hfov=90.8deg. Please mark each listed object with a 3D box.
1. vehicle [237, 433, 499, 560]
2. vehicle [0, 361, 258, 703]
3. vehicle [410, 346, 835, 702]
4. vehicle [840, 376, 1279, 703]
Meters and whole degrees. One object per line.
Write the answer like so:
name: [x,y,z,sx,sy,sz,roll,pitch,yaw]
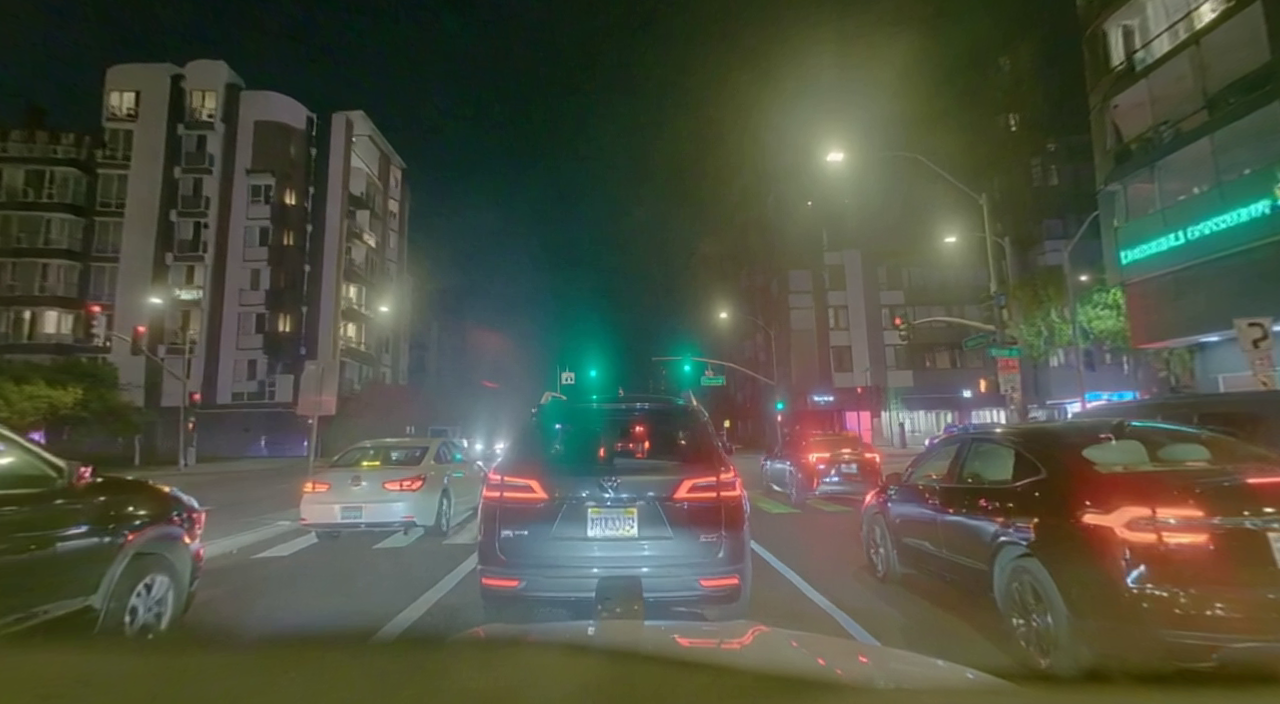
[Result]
vehicle: [-3.793,2.080,9.992,2.055,1.488,4.733,0,-8,0]
vehicle: [-3.825,0.782,1.953,2.126,1.693,5.289,0,-8,-2]
vehicle: [-0.101,1.273,6.049,2.206,1.858,5.332,0,-8,0]
vehicle: [3.190,1.202,4.758,1.906,1.608,4.137,0,-8,-1]
